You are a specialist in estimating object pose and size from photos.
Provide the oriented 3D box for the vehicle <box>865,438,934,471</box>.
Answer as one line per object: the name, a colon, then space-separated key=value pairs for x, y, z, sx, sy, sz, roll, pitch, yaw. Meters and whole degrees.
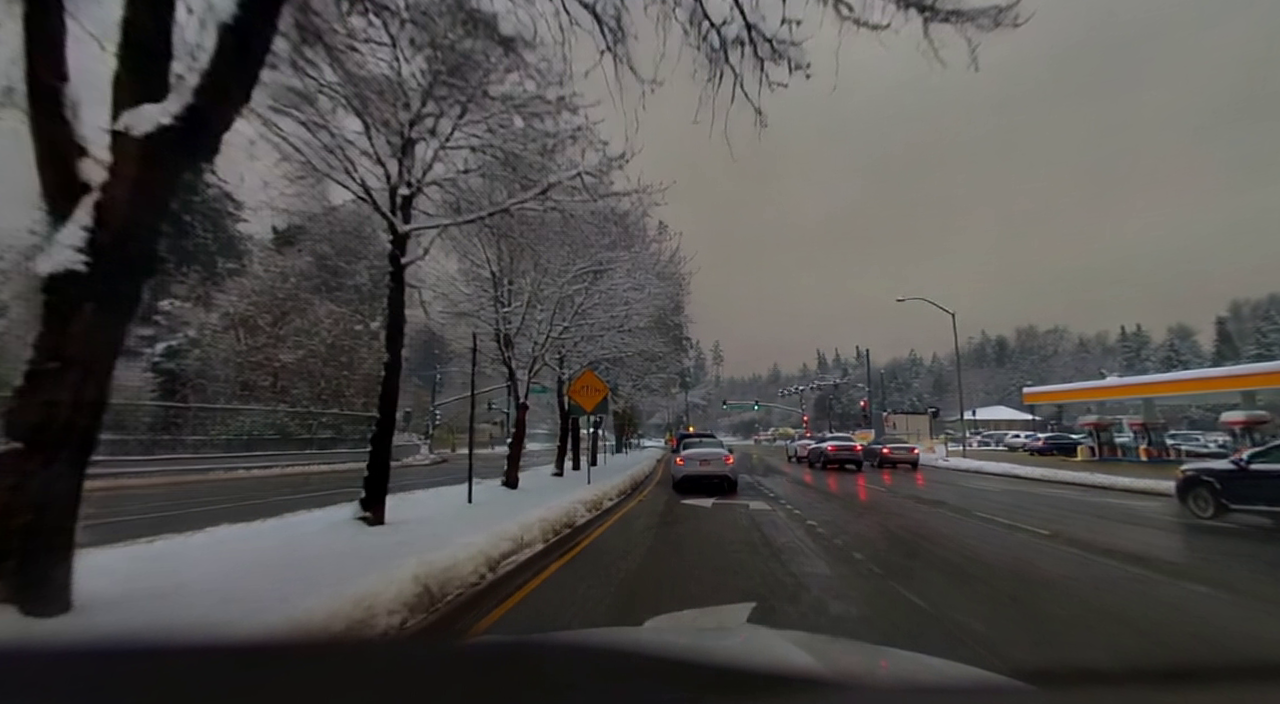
vehicle: x=13.494 y=5.347 z=33.095 sx=1.976 sy=1.584 sz=4.516 roll=-1 pitch=-9 yaw=4

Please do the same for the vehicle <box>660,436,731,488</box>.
vehicle: x=1.756 y=3.483 z=20.262 sx=2.032 sy=1.461 sz=4.173 roll=-1 pitch=-9 yaw=4

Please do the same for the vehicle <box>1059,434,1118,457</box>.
vehicle: x=33.092 y=6.919 z=46.626 sx=1.914 sy=1.563 sz=3.672 roll=-1 pitch=-9 yaw=6

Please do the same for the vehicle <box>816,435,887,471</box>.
vehicle: x=10.691 y=5.127 z=32.248 sx=1.991 sy=1.695 sz=4.357 roll=0 pitch=-9 yaw=-2
